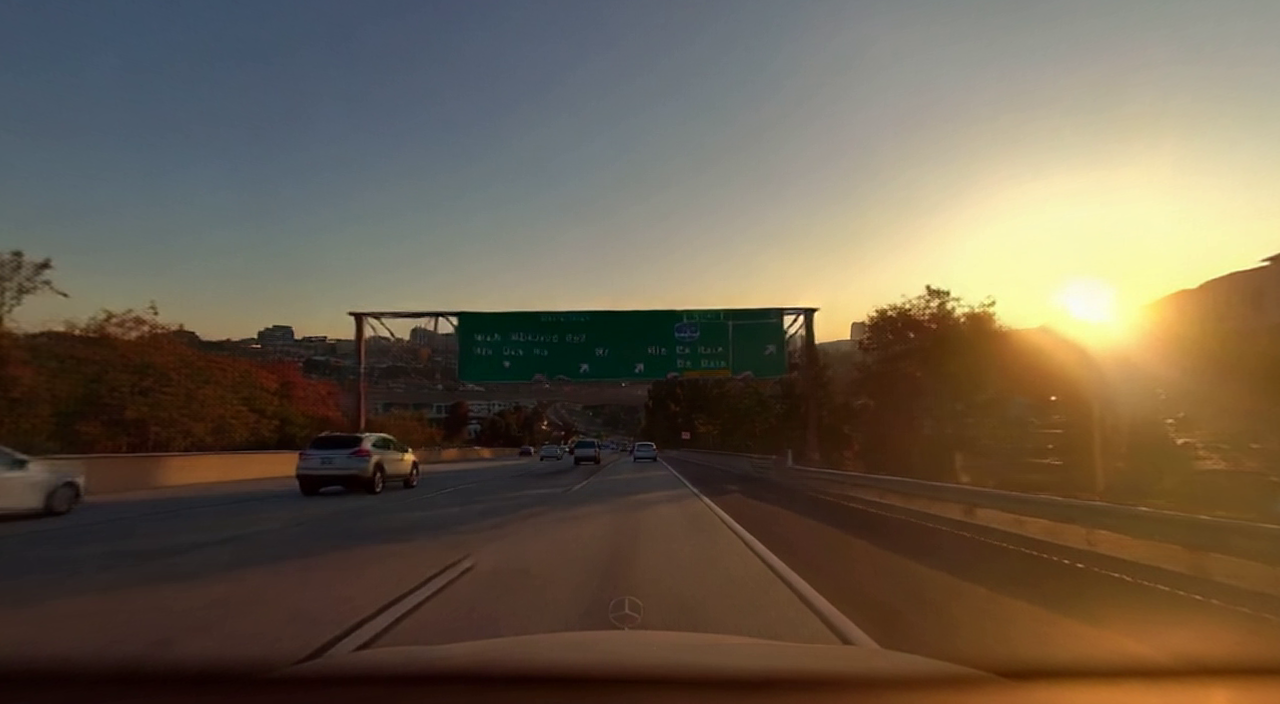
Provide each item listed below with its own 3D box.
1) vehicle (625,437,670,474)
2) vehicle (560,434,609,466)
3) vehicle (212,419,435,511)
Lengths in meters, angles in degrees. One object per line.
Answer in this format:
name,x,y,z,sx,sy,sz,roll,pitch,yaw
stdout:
vehicle,0.329,5.216,31.999,2.135,1.697,4.757,0,-8,0
vehicle,-3.687,6.704,43.410,2.751,2.050,5.761,0,-8,1
vehicle,-7.594,2.791,16.207,2.521,1.901,5.988,0,-8,1
